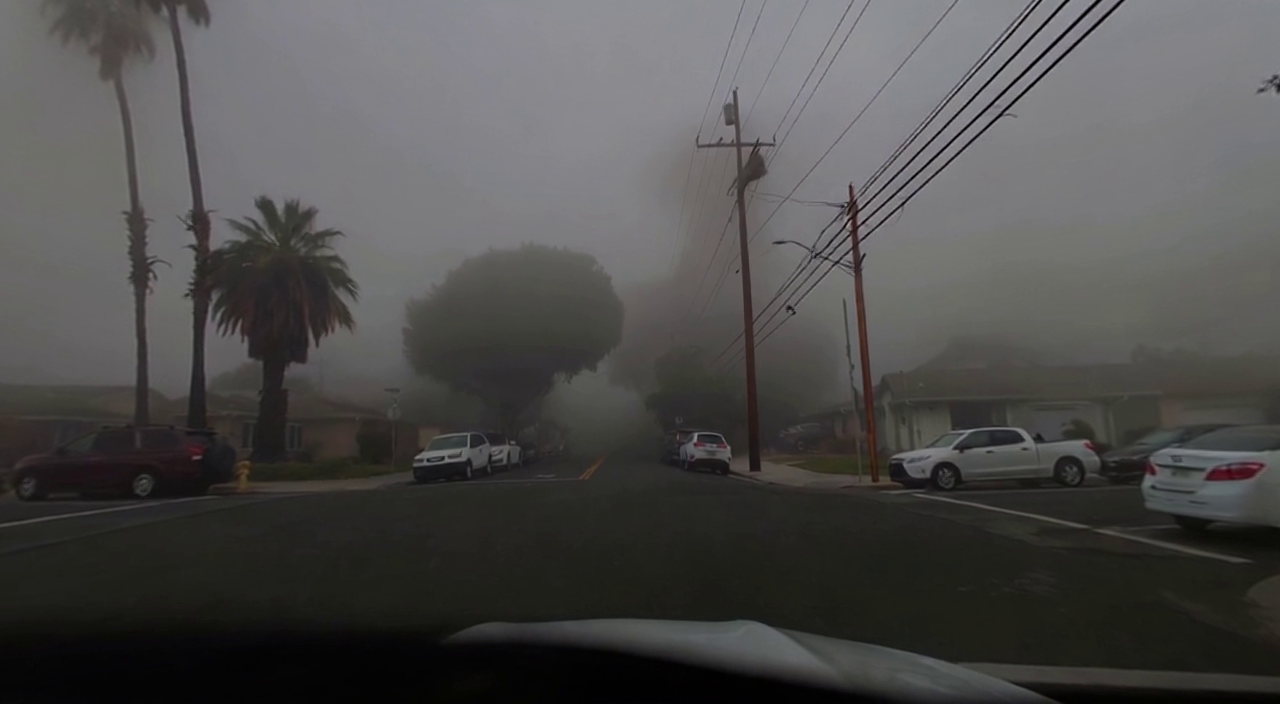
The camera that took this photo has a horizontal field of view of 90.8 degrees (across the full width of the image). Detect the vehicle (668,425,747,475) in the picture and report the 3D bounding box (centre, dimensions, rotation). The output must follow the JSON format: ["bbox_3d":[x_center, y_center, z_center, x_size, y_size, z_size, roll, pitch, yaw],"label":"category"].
[{"bbox_3d":[2.700,4.194,27.056,2.505,1.895,5.805,0,-9,-2],"label":"vehicle"}]

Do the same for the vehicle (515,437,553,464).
[{"bbox_3d":[-7.729,7.229,46.616,2.178,1.865,4.658,0,-9,-2],"label":"vehicle"}]

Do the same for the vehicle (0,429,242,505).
[{"bbox_3d":[-14.794,3.167,17.528,5.847,1.766,2.392,-2,-9,-2],"label":"vehicle"}]

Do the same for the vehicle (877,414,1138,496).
[{"bbox_3d":[10.272,2.909,18.030,5.971,1.967,2.385,-1,-9,-5],"label":"vehicle"}]

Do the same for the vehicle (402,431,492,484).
[{"bbox_3d":[-6.953,3.840,23.300,2.198,1.724,4.493,1,-9,-4],"label":"vehicle"}]

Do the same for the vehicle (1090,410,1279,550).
[{"bbox_3d":[8.993,1.671,8.577,4.181,1.638,2.015,0,-9,-1],"label":"vehicle"}]
